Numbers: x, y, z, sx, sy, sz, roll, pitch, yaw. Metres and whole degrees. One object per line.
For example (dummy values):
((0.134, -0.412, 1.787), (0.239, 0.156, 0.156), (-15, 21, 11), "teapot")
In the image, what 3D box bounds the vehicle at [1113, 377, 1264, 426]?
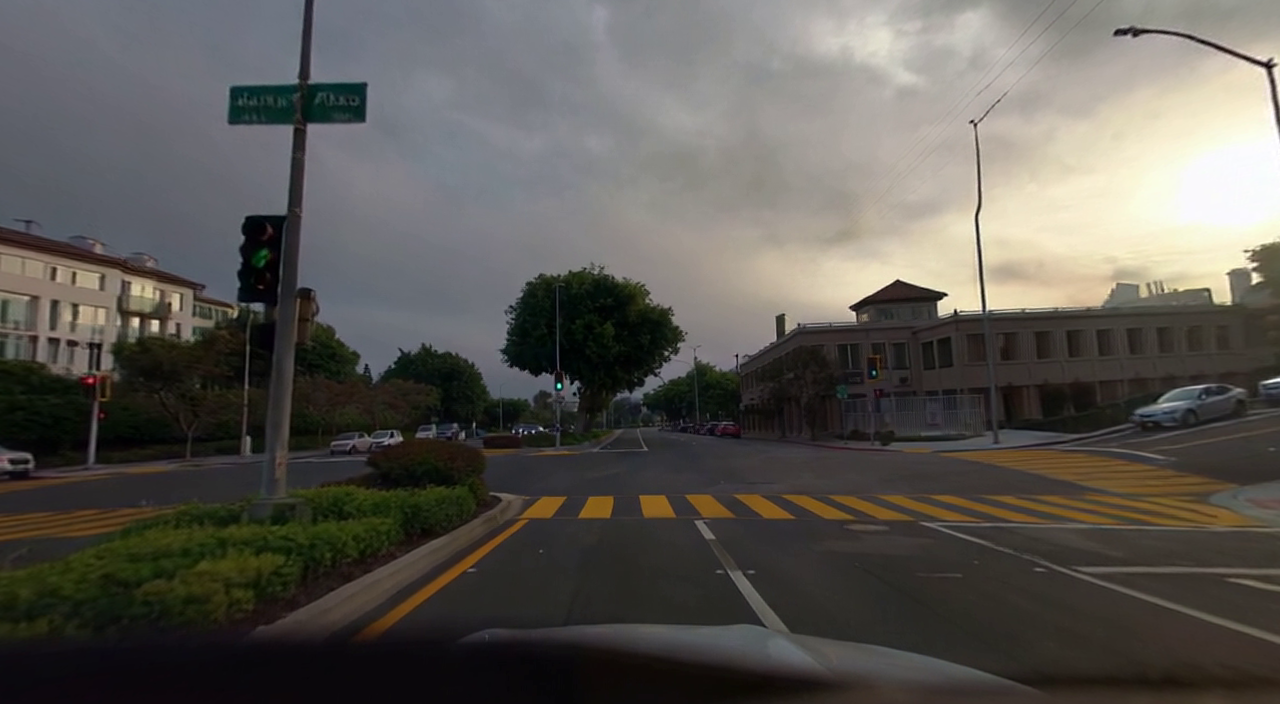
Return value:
((22.280, 1.990, 25.774), (4.531, 1.753, 1.964), (-2, -2, -5), "vehicle")

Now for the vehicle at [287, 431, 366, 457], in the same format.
((-18.165, 5.388, 36.900), (1.939, 1.430, 5.533), (0, -9, -2), "vehicle")

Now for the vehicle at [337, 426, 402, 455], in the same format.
((-18.383, 6.075, 43.241), (2.225, 1.871, 5.189), (0, -9, 0), "vehicle")
